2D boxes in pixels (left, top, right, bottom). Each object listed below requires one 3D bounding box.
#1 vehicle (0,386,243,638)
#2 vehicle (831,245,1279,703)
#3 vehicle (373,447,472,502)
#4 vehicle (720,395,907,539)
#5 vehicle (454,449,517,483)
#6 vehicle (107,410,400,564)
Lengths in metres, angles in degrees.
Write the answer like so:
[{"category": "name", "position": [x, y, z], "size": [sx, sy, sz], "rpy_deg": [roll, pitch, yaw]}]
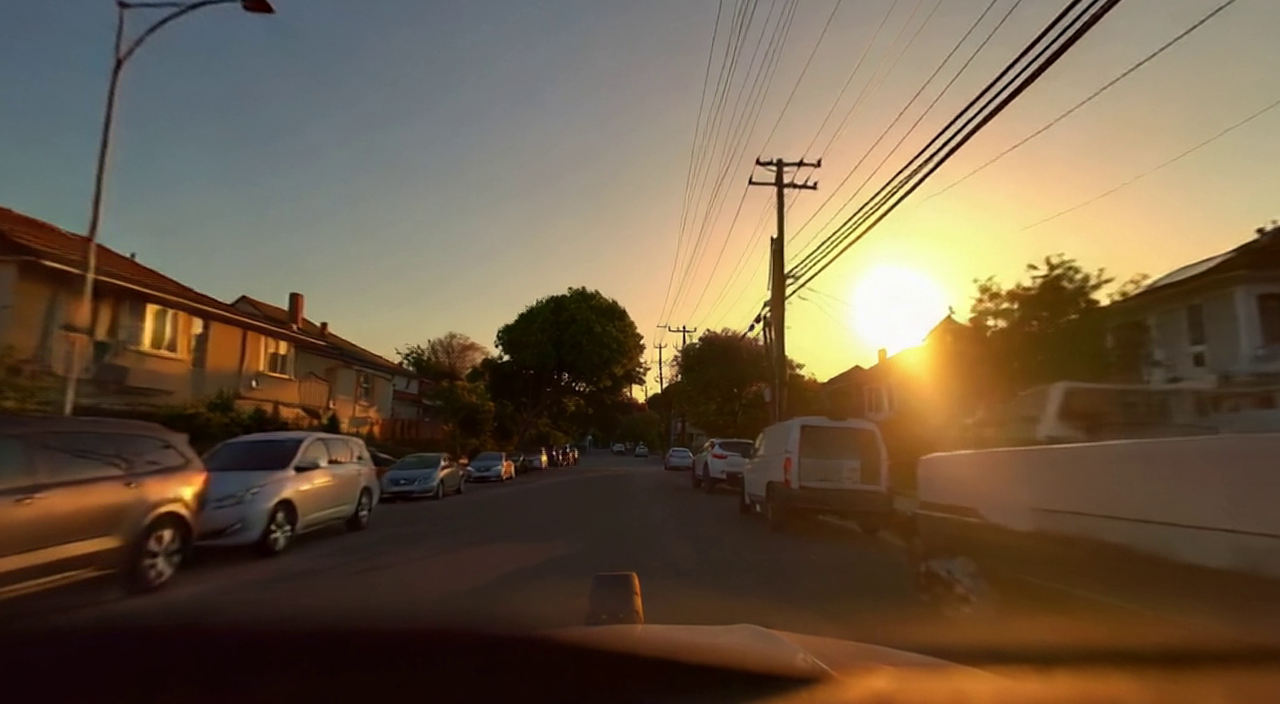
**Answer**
[{"category": "vehicle", "position": [-5.969, 1.324, 5.461], "size": [2.034, 1.923, 4.713], "rpy_deg": [0, -8, -1]}, {"category": "vehicle", "position": [3.227, 0.913, 3.809], "size": [2.237, 2.071, 5.332], "rpy_deg": [0, -8, -3]}, {"category": "vehicle", "position": [-6.646, 3.740, 19.856], "size": [1.866, 1.474, 4.753], "rpy_deg": [1, -8, -6]}, {"category": "vehicle", "position": [3.076, 2.168, 12.491], "size": [2.295, 2.279, 4.578], "rpy_deg": [0, -8, -1]}, {"category": "vehicle", "position": [-6.911, 5.118, 28.677], "size": [1.958, 1.359, 4.357], "rpy_deg": [0, -8, -3]}, {"category": "vehicle", "position": [-5.970, 2.109, 10.754], "size": [2.059, 1.969, 4.925], "rpy_deg": [0, -8, -3]}]
